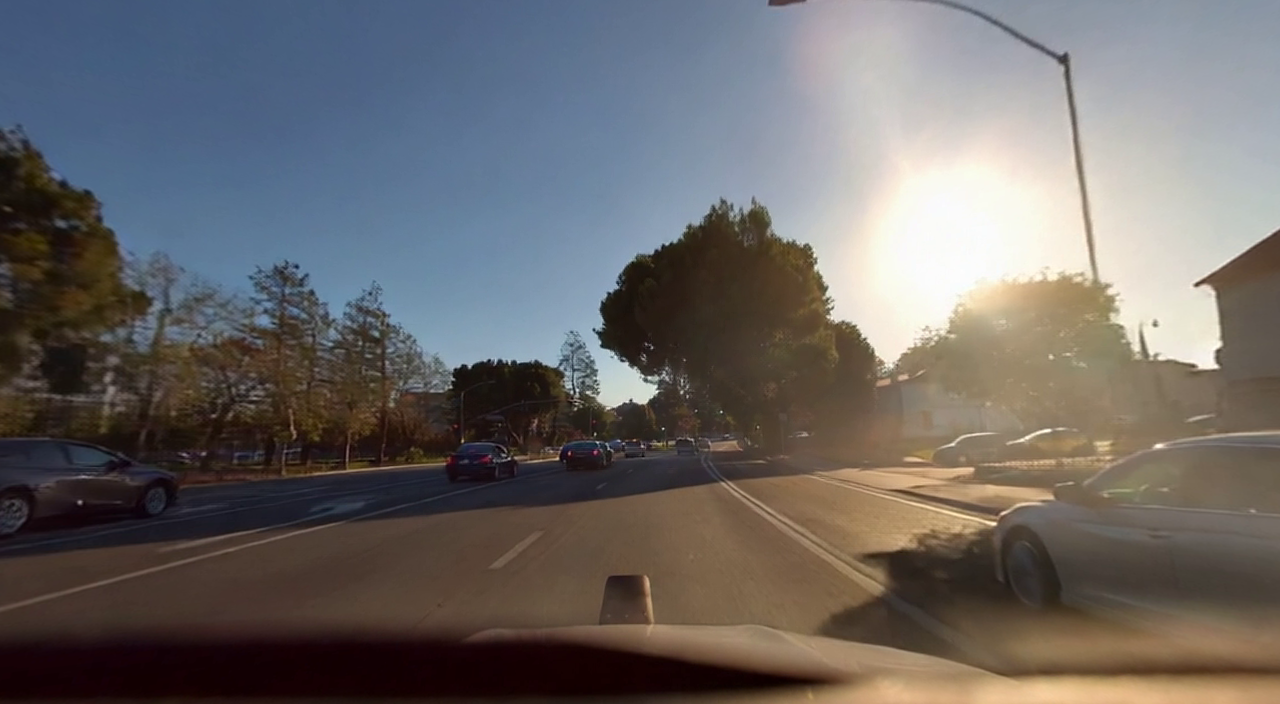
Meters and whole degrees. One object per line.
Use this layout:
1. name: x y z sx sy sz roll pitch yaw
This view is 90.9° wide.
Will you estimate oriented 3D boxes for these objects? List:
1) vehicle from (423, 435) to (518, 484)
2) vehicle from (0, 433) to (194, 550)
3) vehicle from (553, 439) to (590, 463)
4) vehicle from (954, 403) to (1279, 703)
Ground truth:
1. vehicle: -6.037 3.887 23.045 1.988 1.597 4.404 -1 -8 4
2. vehicle: -9.595 2.086 9.874 1.951 1.554 4.444 0 -8 0
3. vehicle: -4.766 6.966 44.332 1.870 1.616 3.765 -1 -9 6
4. vehicle: 3.852 1.062 3.353 2.003 1.494 4.705 0 -8 1
